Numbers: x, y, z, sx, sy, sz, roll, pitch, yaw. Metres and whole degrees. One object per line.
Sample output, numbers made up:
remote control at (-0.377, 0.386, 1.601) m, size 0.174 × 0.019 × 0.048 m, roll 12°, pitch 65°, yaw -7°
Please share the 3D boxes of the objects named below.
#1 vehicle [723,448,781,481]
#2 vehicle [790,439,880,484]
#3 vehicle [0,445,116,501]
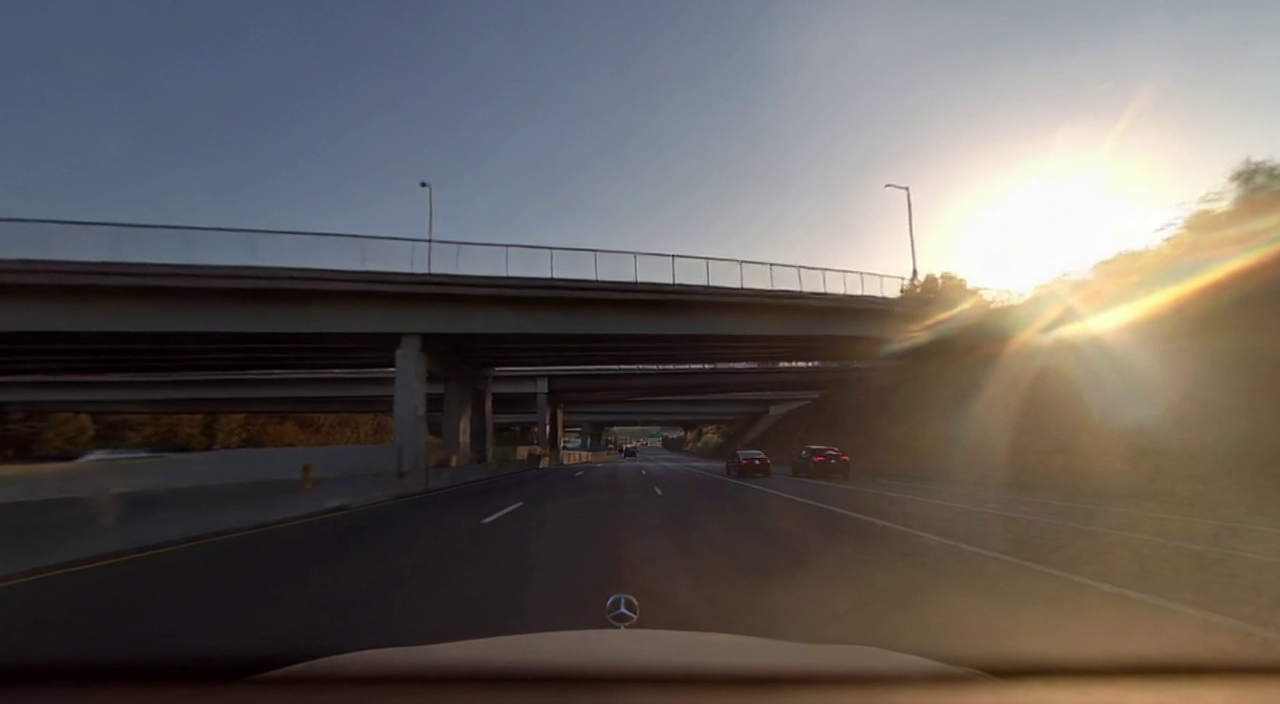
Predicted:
vehicle at (5.594, 5.665, 32.002) m, size 2.053 × 1.553 × 4.463 m, roll 0°, pitch -9°, yaw -1°
vehicle at (9.126, 5.183, 30.121) m, size 2.387 × 1.936 × 5.646 m, roll 0°, pitch -9°, yaw -1°
vehicle at (-22.441, 4.285, 22.594) m, size 2.389 × 1.855 × 5.634 m, roll 0°, pitch -9°, yaw 0°
